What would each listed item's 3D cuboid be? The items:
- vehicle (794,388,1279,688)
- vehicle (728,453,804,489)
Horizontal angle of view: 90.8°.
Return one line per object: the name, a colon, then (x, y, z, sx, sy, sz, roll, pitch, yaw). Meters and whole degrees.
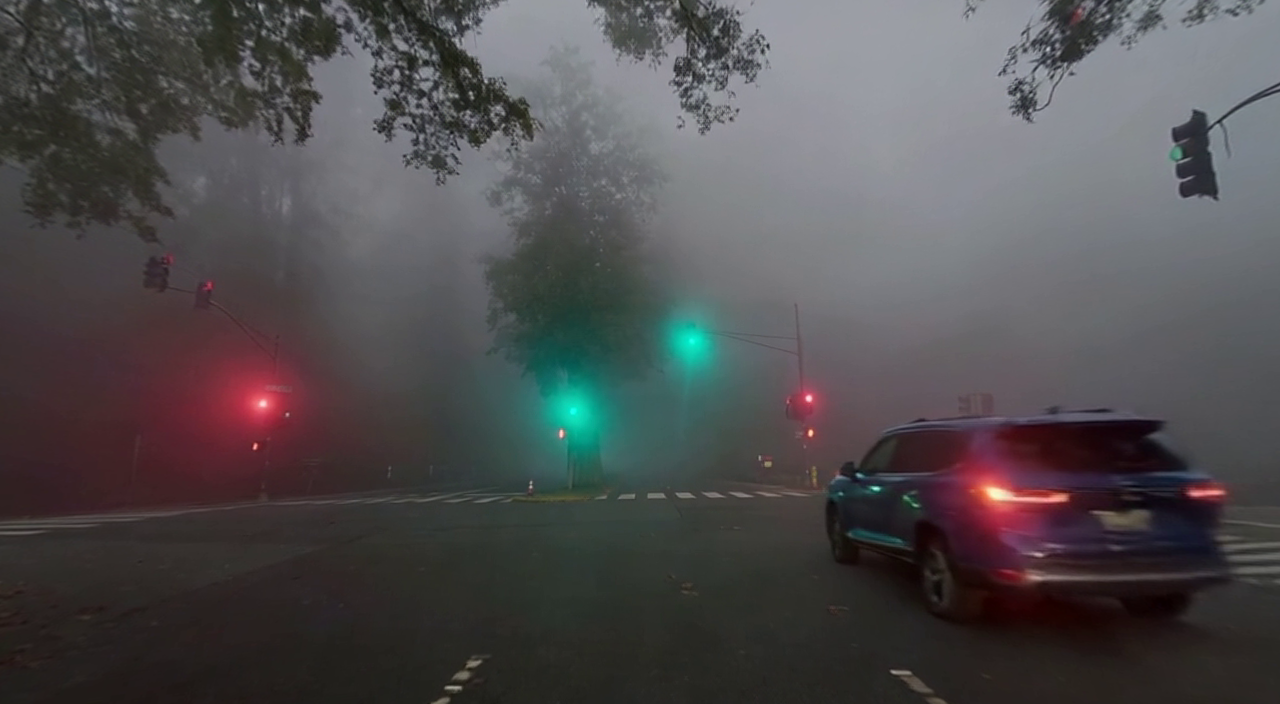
vehicle: (3.184, 1.389, 5.986, 2.140, 1.655, 4.786, 0, -9, -1)
vehicle: (8.846, 8.444, 45.371, 2.771, 2.214, 7.159, 2, -9, -12)
